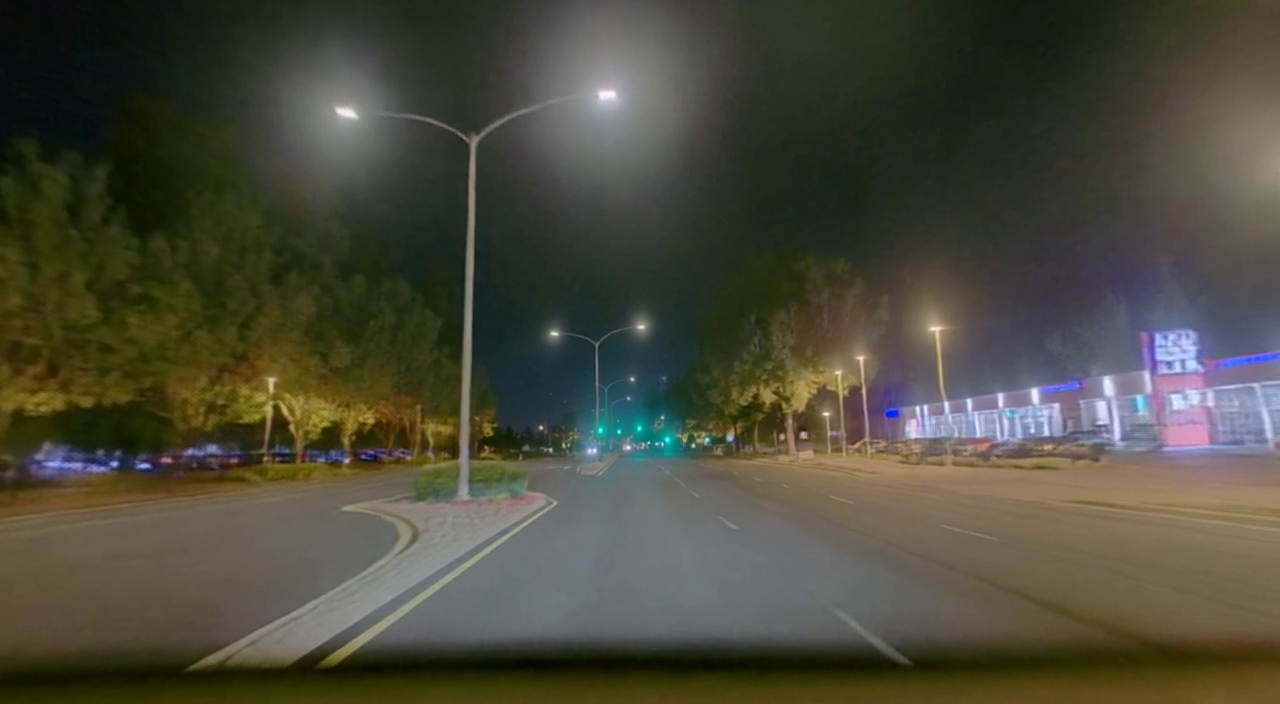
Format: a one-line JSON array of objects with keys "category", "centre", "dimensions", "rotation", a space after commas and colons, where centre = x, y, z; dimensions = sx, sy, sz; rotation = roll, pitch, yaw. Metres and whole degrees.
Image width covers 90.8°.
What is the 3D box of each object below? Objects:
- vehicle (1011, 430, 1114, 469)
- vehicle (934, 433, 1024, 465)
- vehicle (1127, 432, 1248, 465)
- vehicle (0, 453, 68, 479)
[{"category": "vehicle", "centre": [18.917, 4.361, 28.254], "dimensions": [4.515, 1.606, 1.910], "rotation": [5, -10, -30]}, {"category": "vehicle", "centre": [18.232, 5.200, 33.950], "dimensions": [4.493, 1.632, 1.985], "rotation": [4, -10, -28]}, {"category": "vehicle", "centre": [27.408, 4.895, 31.876], "dimensions": [1.856, 1.471, 4.487], "rotation": [-2, -10, -4]}, {"category": "vehicle", "centre": [-36.943, 6.658, 36.924], "dimensions": [1.861, 1.463, 4.791], "rotation": [-6, -11, 36]}]
